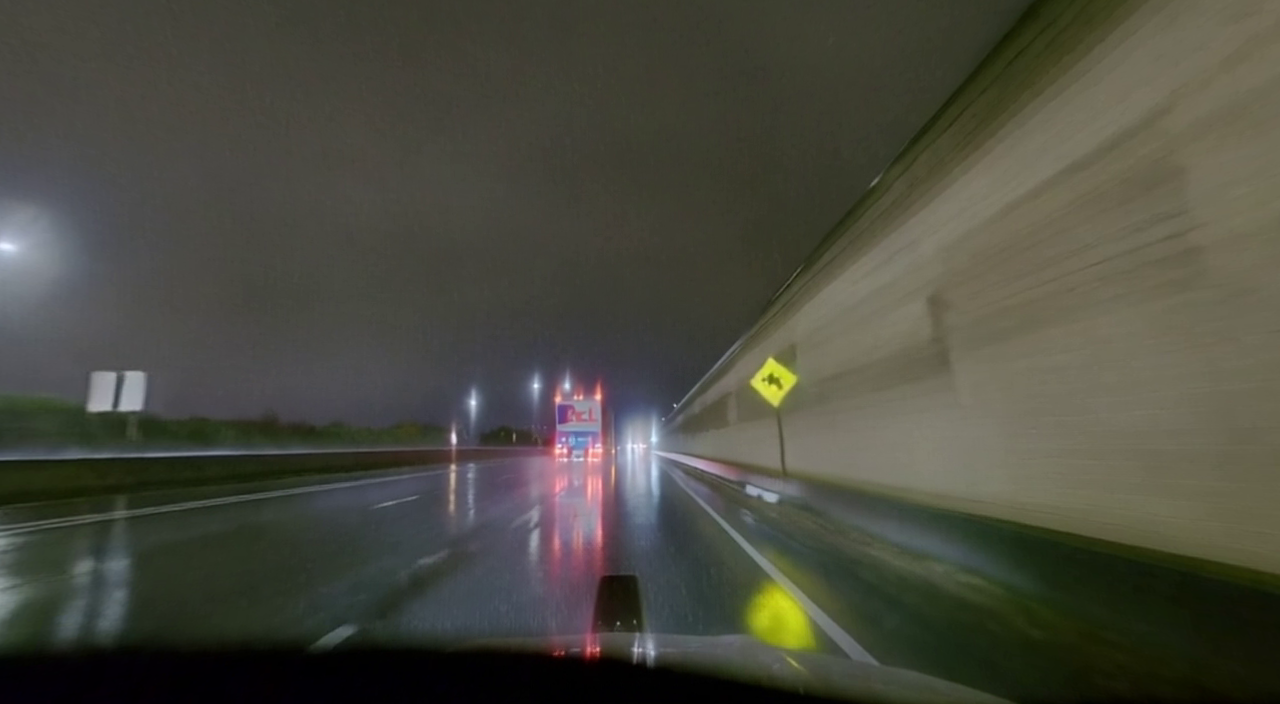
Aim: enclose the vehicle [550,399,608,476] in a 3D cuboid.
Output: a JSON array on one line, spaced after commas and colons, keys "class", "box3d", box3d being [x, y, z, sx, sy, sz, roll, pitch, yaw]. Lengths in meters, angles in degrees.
[{"class": "vehicle", "box3d": [-3.557, 5.295, 38.955, 2.796, 4.184, 8.554, 1, -8, 0]}]
